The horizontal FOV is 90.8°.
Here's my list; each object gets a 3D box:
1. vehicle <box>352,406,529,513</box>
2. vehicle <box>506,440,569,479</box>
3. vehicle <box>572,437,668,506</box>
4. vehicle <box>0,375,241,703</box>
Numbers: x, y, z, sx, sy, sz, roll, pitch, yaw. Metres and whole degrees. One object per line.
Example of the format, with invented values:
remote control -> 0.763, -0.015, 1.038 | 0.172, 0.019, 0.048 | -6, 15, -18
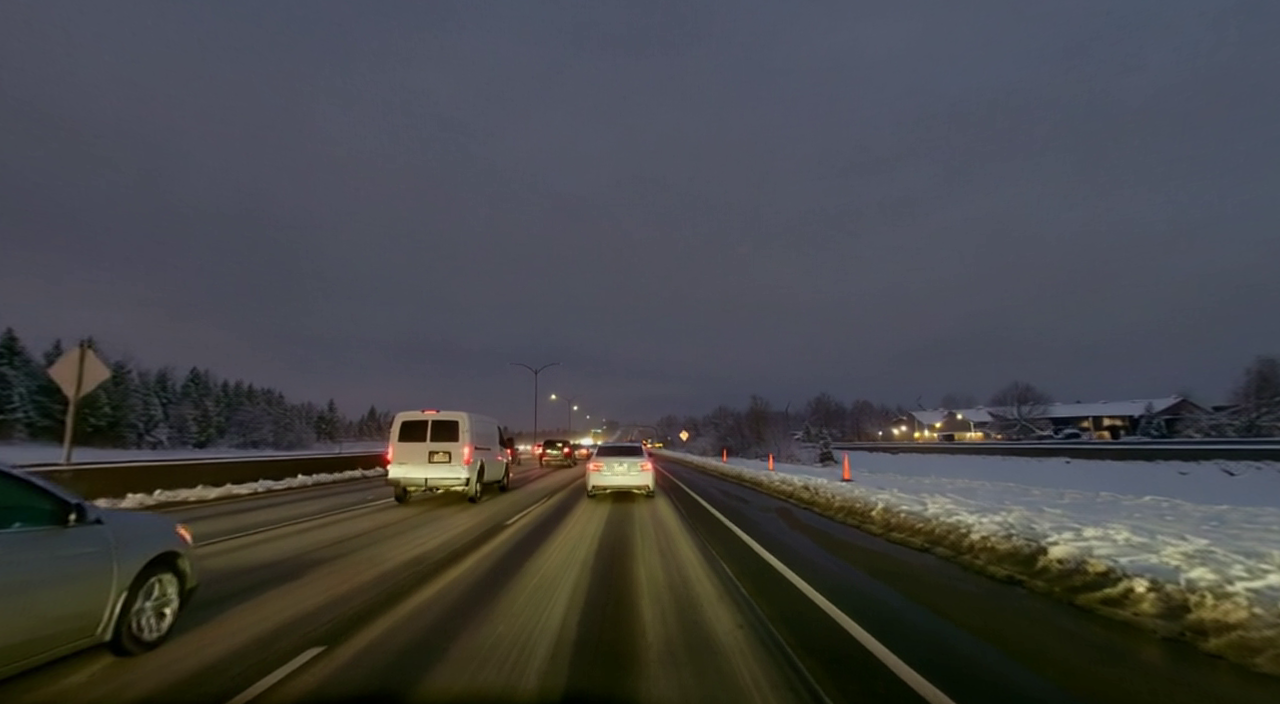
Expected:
vehicle -> -4.303, 2.472, 14.936 | 2.324, 2.012, 5.740 | 0, -9, 0
vehicle -> -4.090, 4.350, 25.740 | 1.824, 1.459, 4.007 | 0, -9, 1
vehicle -> -0.457, 2.889, 15.718 | 2.069, 1.484, 3.918 | 0, -9, -1
vehicle -> -3.975, 0.842, 2.394 | 2.041, 1.604, 4.384 | 0, -9, 0
